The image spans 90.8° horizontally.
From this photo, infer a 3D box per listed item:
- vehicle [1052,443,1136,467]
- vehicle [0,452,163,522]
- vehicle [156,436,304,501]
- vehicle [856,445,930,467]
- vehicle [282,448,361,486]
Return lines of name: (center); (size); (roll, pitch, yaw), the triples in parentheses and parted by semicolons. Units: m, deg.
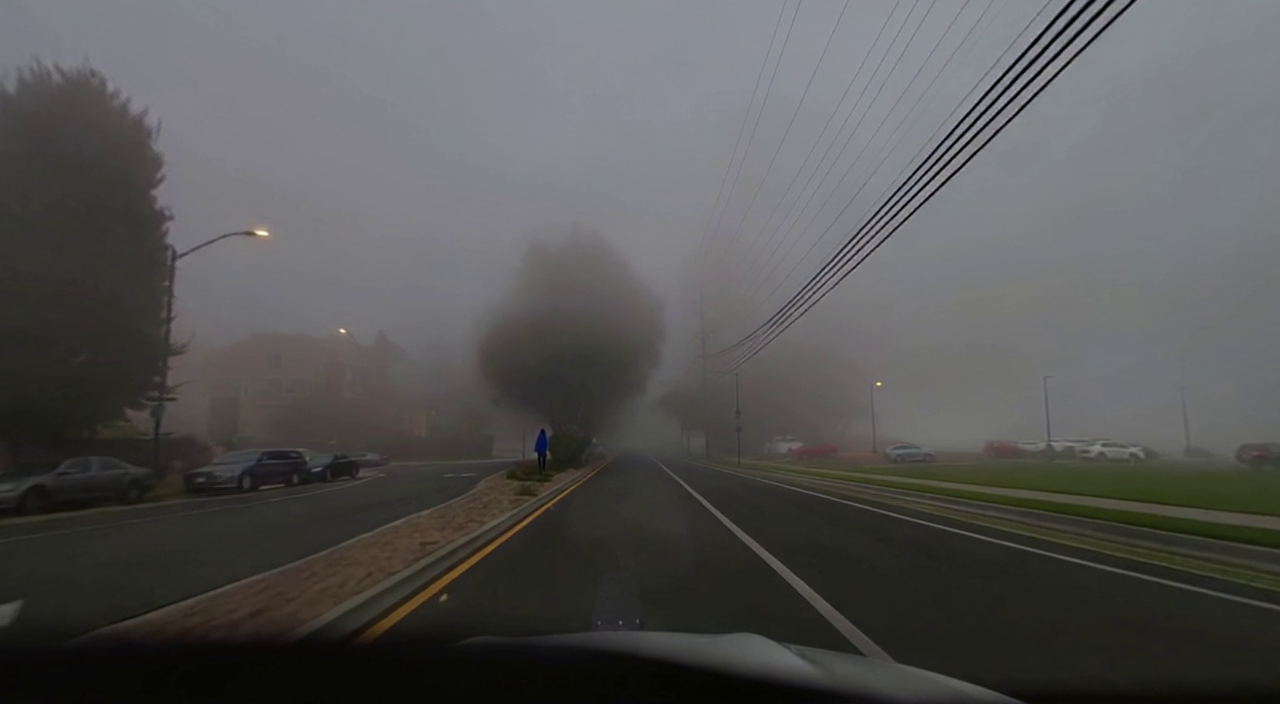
vehicle: (33.168, 7.541, 46.353); (1.974, 1.647, 4.721); (2, -9, -15)
vehicle: (-15.205, 3.377, 16.382); (2.058, 1.479, 4.519); (0, -8, 1)
vehicle: (-15.106, 4.274, 23.729); (2.298, 1.979, 4.920); (-5, -9, 0)
vehicle: (17.516, 7.184, 43.827); (4.246, 1.427, 2.055); (0, -8, 0)
vehicle: (-15.431, 5.553, 30.876); (2.106, 1.517, 4.632); (-3, -8, -9)
